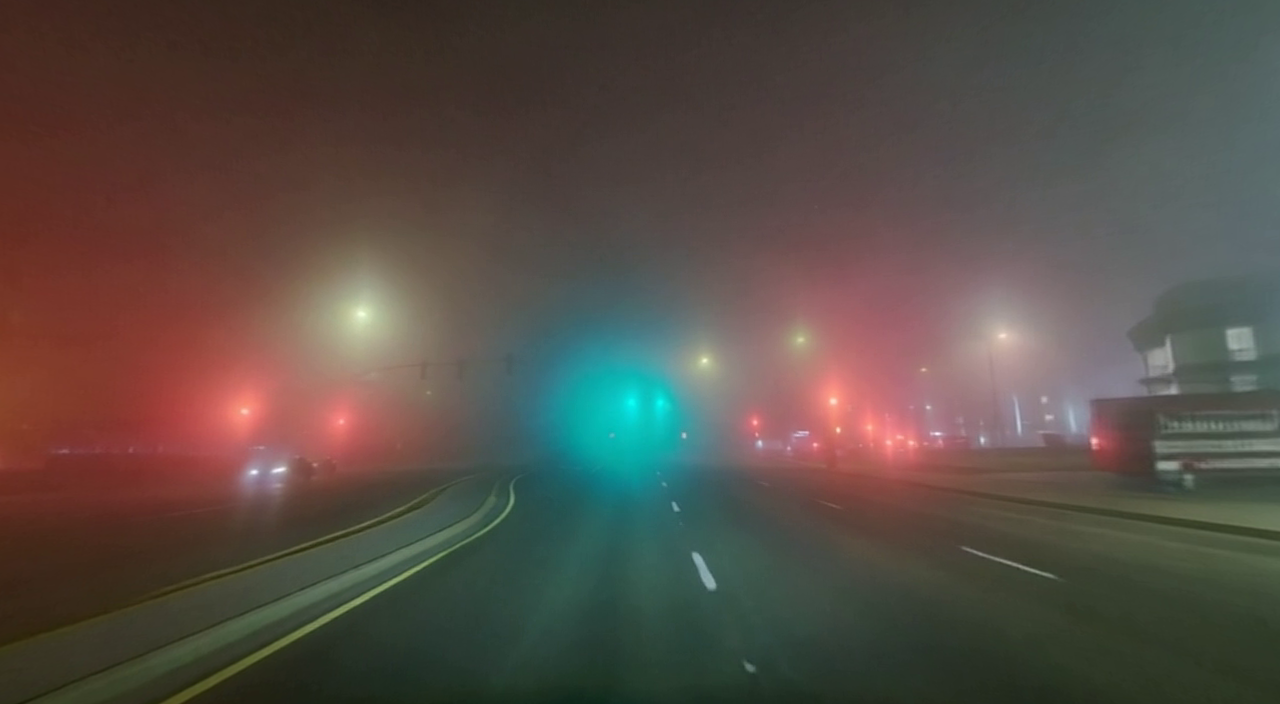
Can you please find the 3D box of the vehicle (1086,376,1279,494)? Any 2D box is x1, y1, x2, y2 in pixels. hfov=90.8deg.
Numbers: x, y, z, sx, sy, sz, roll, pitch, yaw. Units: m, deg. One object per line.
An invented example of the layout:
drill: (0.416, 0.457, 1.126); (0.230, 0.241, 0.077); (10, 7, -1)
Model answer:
vehicle: (18.041, 2.523, 19.153); (6.639, 3.312, 2.759); (-1, -9, 3)

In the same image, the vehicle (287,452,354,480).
vehicle: (-19.907, 7.089, 39.607); (1.911, 1.458, 4.547); (-1, -7, -1)

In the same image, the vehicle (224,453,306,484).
vehicle: (-20.054, 6.235, 33.966); (1.713, 1.499, 4.040); (-1, -9, 3)
